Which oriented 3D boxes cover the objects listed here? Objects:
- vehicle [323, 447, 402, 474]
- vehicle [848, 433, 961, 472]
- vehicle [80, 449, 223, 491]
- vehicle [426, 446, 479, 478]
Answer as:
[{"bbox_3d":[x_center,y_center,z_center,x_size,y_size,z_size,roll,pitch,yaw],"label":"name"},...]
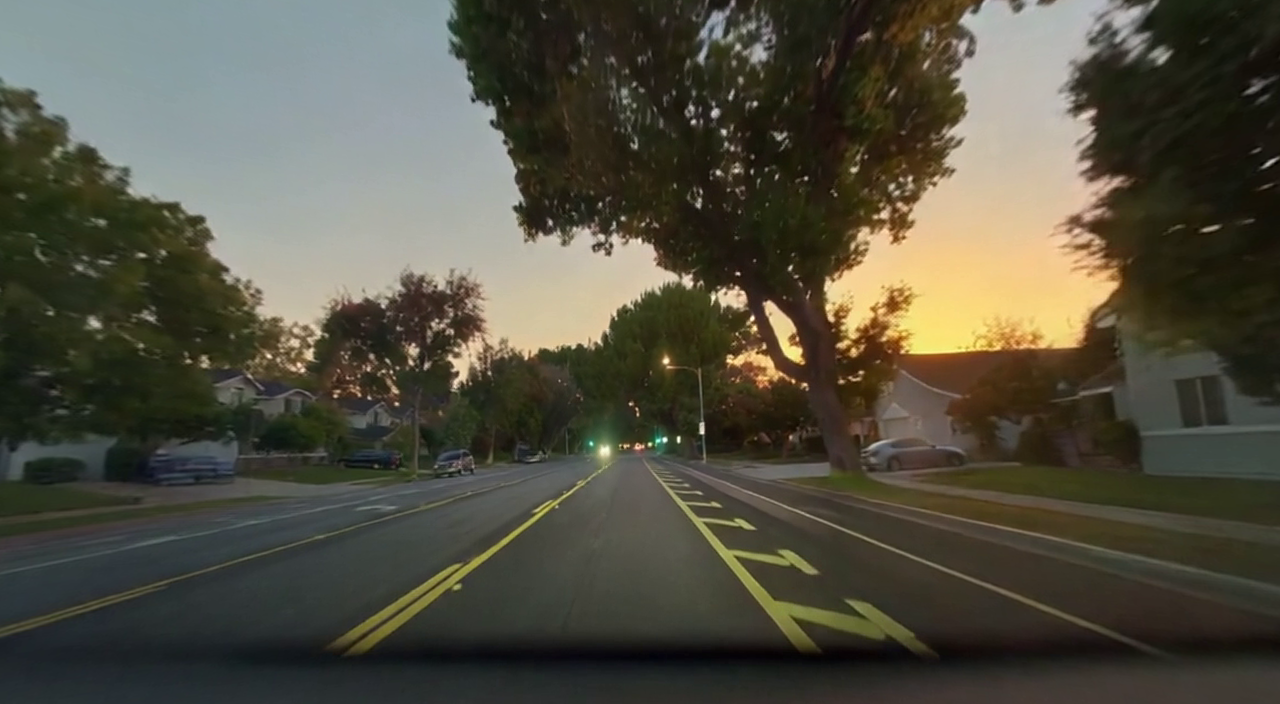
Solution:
[{"bbox_3d":[-19.680,7.690,44.933,4.668,1.824,1.999,0,-9,-1],"label":"vehicle"},{"bbox_3d":[11.974,4.590,28.867,4.194,1.680,2.150,0,-8,1],"label":"vehicle"},{"bbox_3d":[-21.795,5.239,28.333,4.684,1.758,2.138,-1,-8,2],"label":"vehicle"},{"bbox_3d":[-12.056,7.140,41.027,2.062,1.821,4.880,-3,-10,-1],"label":"vehicle"}]
